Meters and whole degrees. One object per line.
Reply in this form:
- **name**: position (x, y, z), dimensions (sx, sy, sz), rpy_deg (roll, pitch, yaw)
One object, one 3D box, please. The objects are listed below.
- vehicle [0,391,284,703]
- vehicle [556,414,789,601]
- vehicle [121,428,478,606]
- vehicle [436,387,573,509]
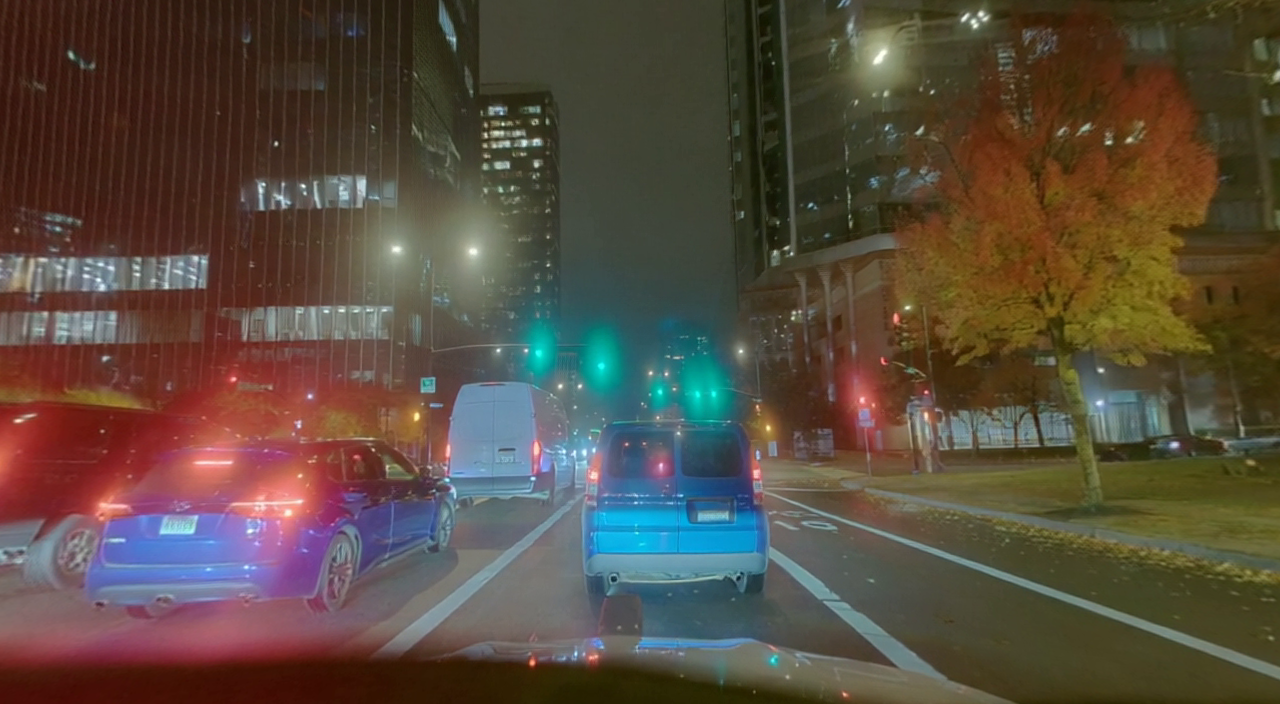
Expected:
- **vehicle**: position (-2.910, 0.819, 1.522), dimensions (1.893, 1.491, 3.798), rpy_deg (0, -9, -1)
- **vehicle**: position (0.193, 1.604, 7.214), dimensions (1.979, 1.562, 3.630), rpy_deg (0, -9, -3)
- **vehicle**: position (-3.485, 1.758, 7.570), dimensions (1.955, 1.499, 4.223), rpy_deg (0, -9, 0)
- **vehicle**: position (-3.263, 2.538, 16.600), dimensions (2.343, 2.635, 5.684), rpy_deg (0, -9, 0)
